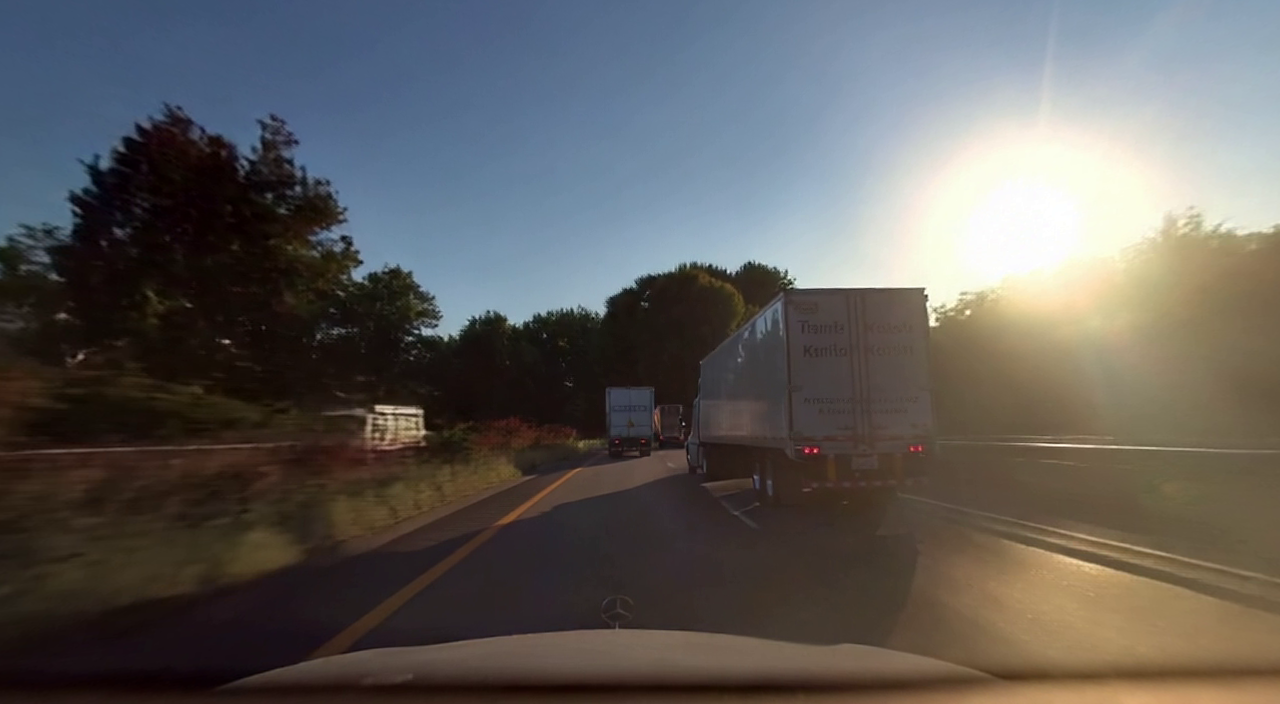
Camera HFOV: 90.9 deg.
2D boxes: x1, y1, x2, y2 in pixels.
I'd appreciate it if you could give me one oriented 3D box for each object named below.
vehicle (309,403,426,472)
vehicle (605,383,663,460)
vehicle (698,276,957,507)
[{"bbox_3d":[-13.099,4.211,31.033,2.765,2.984,6.749,0,-8,0],"label":"vehicle"},{"bbox_3d":[-0.370,4.254,37.588,2.958,3.917,10.196,0,-8,-1],"label":"vehicle"},{"bbox_3d":[3.988,1.637,18.502,2.856,4.145,14.500,0,-8,-1],"label":"vehicle"}]
